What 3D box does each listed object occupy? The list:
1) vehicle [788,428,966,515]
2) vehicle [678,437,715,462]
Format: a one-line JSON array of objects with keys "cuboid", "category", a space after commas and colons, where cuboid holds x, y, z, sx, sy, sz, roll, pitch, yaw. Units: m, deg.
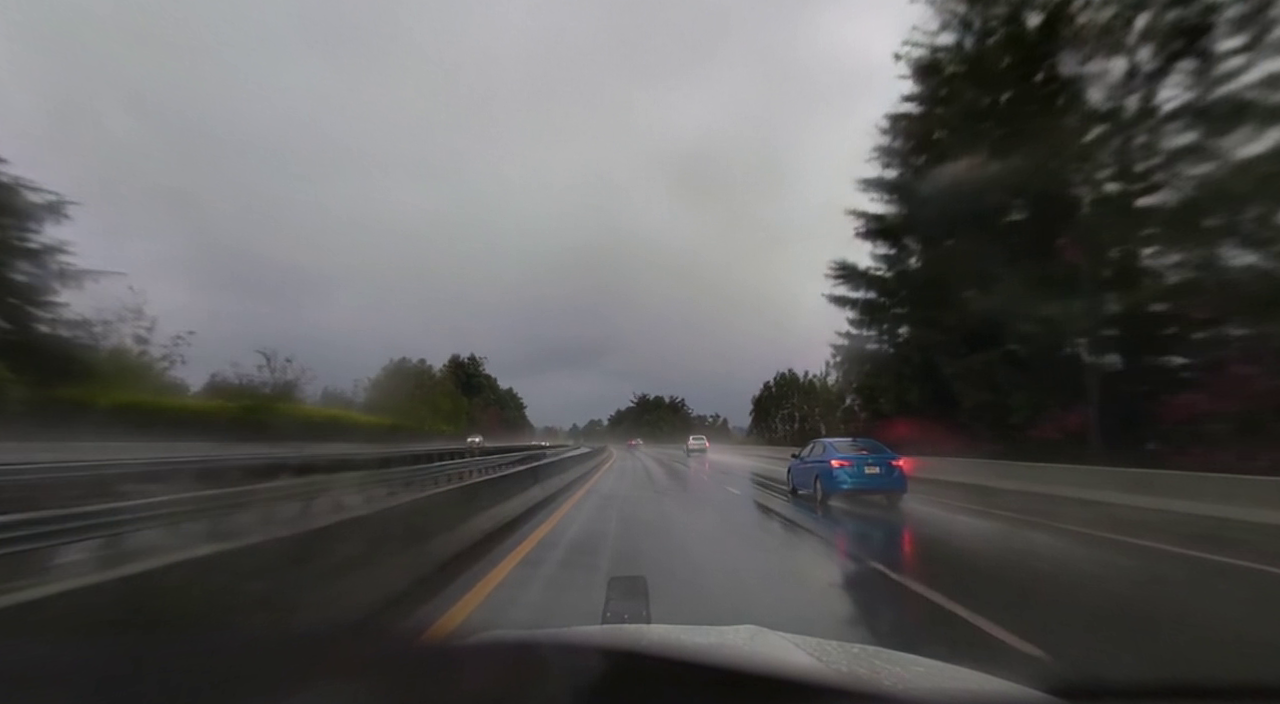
[{"cuboid": [4.695, 2.416, 13.263, 2.072, 1.528, 4.176, 0, -8, -1], "category": "vehicle"}, {"cuboid": [3.691, 6.382, 41.417, 1.945, 1.538, 3.729, 0, -8, -2], "category": "vehicle"}]
